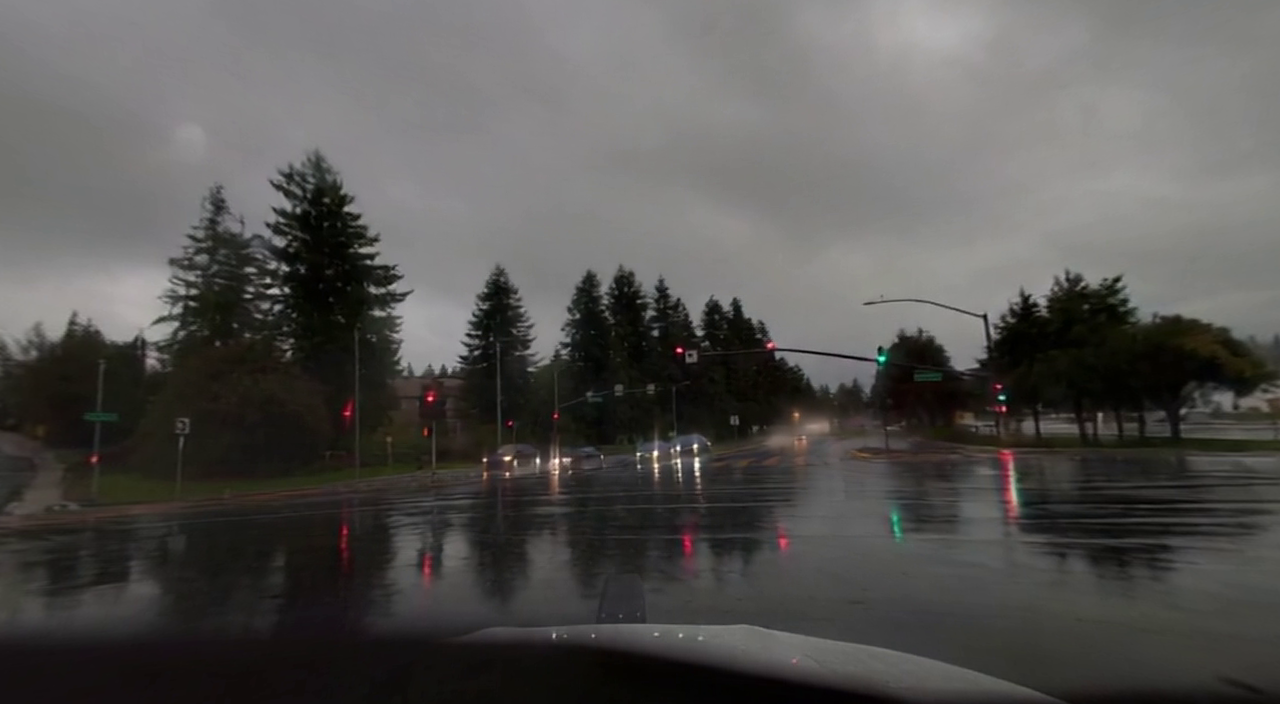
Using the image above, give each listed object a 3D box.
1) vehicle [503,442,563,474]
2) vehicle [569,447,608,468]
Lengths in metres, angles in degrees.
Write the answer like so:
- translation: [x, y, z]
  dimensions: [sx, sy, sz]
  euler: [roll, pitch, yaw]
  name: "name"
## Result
- translation: [-7.332, 7.352, 44.161]
  dimensions: [2.557, 2.015, 5.959]
  euler: [-1, -9, 7]
  name: "vehicle"
- translation: [-3.608, 7.500, 45.018]
  dimensions: [2.049, 1.439, 4.103]
  euler: [-1, -9, 5]
  name: "vehicle"
